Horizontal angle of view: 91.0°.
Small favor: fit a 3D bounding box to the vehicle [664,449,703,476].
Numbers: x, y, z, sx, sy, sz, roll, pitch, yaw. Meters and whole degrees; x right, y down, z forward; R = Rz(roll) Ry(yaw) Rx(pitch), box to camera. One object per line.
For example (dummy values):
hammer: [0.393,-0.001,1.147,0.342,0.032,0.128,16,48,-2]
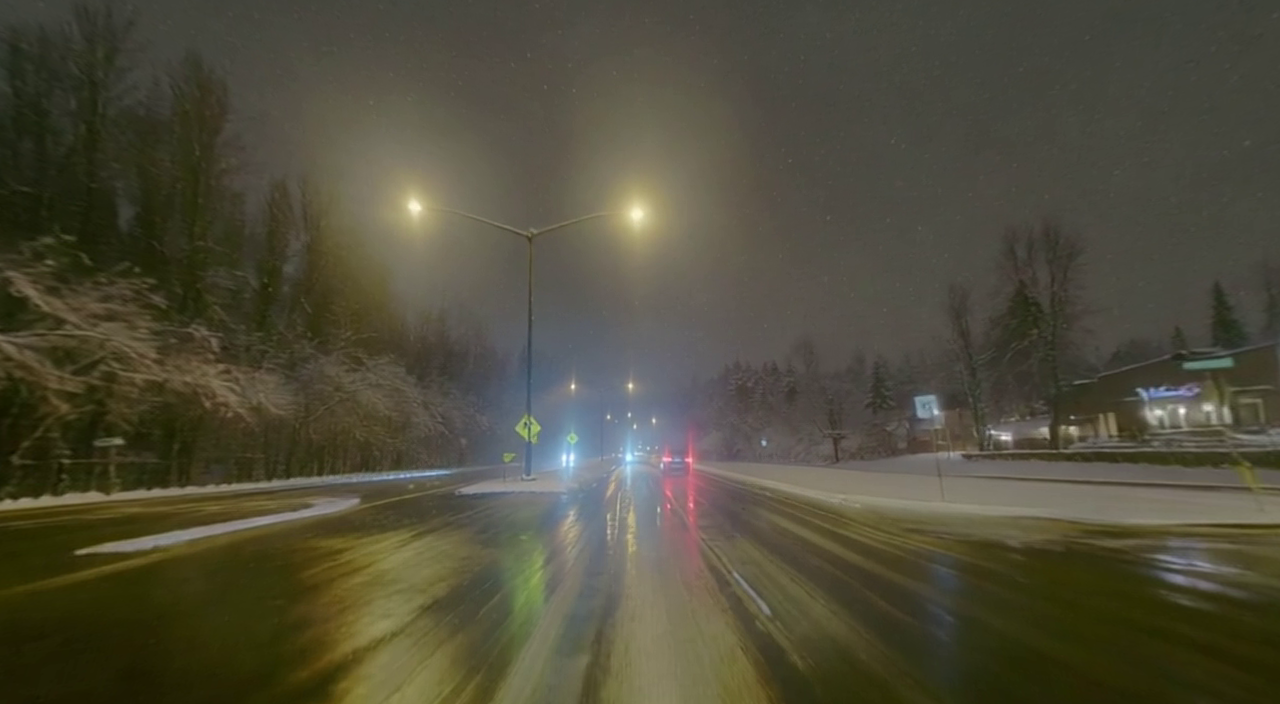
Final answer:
vehicle: [2.660,6.871,39.525,2.044,1.537,4.528,0,-8,-1]
